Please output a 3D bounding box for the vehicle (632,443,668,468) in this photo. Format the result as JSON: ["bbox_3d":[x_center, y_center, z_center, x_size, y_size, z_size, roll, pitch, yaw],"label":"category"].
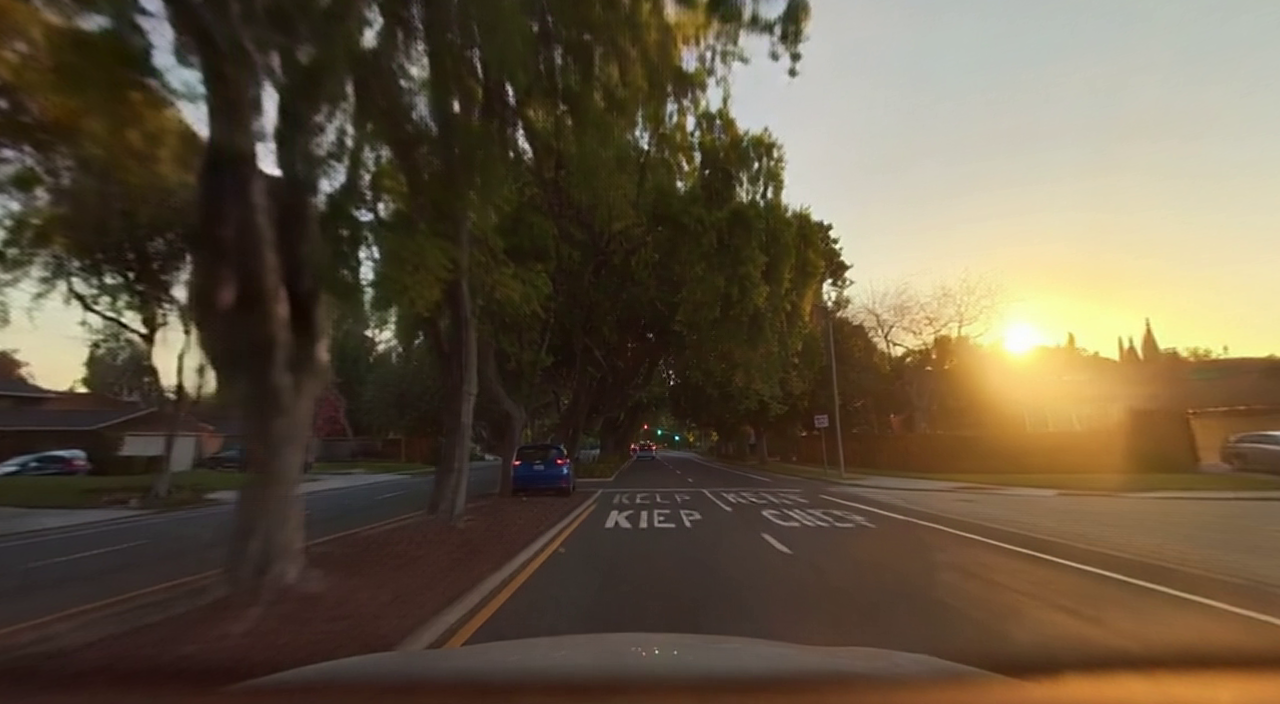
[{"bbox_3d":[0.617,6.632,40.550,2.226,1.505,4.128,0,-8,0],"label":"vehicle"}]

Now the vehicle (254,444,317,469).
[{"bbox_3d":[-23.399,6.899,41.751,1.894,1.508,3.783,0,-9,0],"label":"vehicle"}]

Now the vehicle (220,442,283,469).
[{"bbox_3d":[-25.921,6.909,42.179,1.919,1.701,3.695,0,-9,-2],"label":"vehicle"}]

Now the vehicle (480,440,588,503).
[{"bbox_3d":[-2.738,3.226,17.569,2.158,1.469,4.909,0,-8,0],"label":"vehicle"}]

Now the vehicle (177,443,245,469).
[{"bbox_3d":[-28.848,6.990,42.511,1.838,1.685,3.766,0,-8,1],"label":"vehicle"}]

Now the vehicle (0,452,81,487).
[{"bbox_3d":[-28.784,5.408,29.241,1.961,1.470,3.811,-1,-9,5],"label":"vehicle"}]
